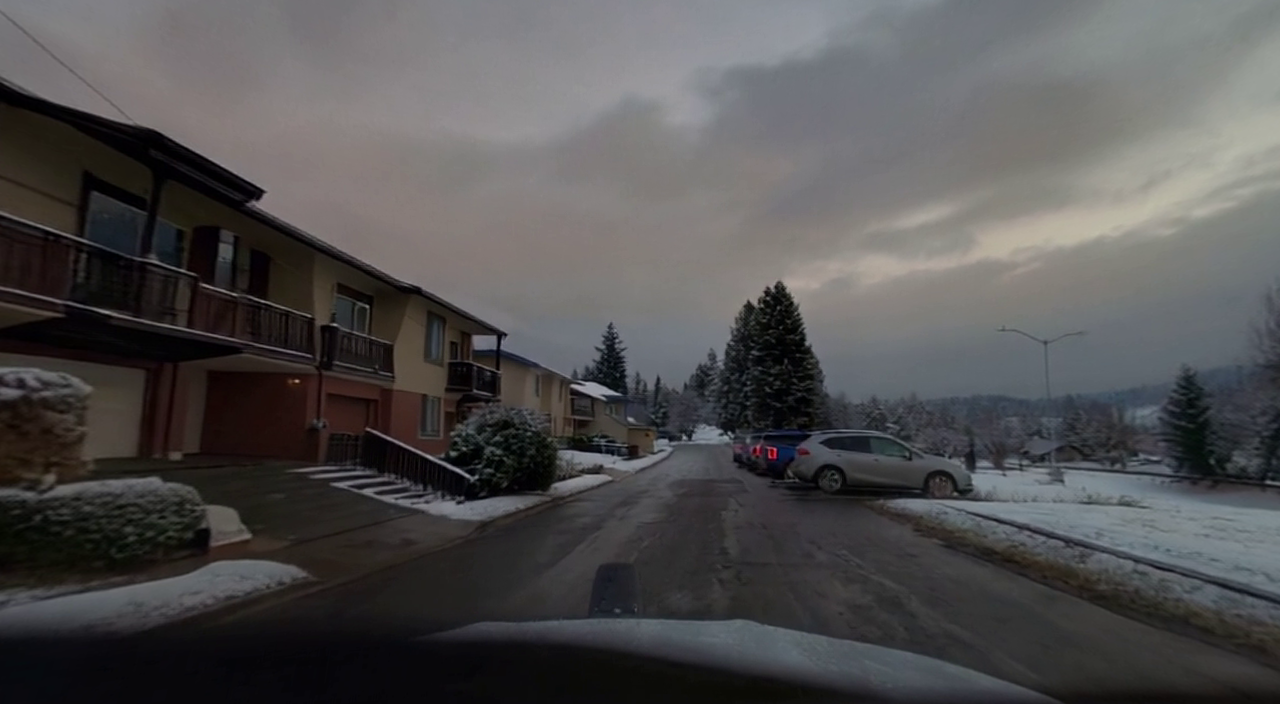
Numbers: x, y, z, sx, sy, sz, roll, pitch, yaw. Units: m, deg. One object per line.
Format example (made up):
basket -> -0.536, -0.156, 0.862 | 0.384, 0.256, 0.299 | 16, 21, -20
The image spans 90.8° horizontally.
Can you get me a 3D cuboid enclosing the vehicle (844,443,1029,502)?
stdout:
vehicle -> 7.922, 3.259, 17.343 | 4.195, 1.446, 1.979 | -1, -9, 11
